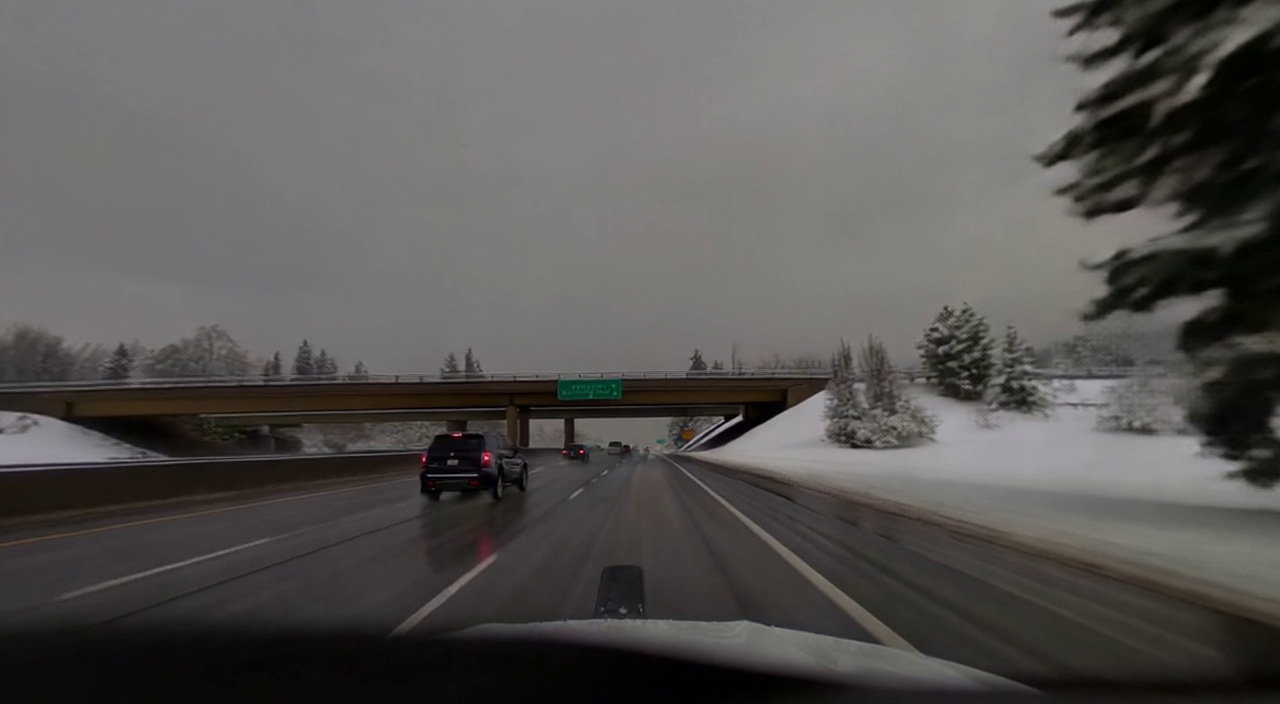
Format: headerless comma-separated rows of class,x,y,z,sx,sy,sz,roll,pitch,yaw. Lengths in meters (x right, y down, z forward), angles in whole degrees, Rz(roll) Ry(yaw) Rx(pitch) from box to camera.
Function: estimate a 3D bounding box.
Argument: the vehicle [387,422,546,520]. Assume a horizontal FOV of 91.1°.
vehicle,-3.411,2.436,13.379,2.048,1.705,4.384,0,-8,1
